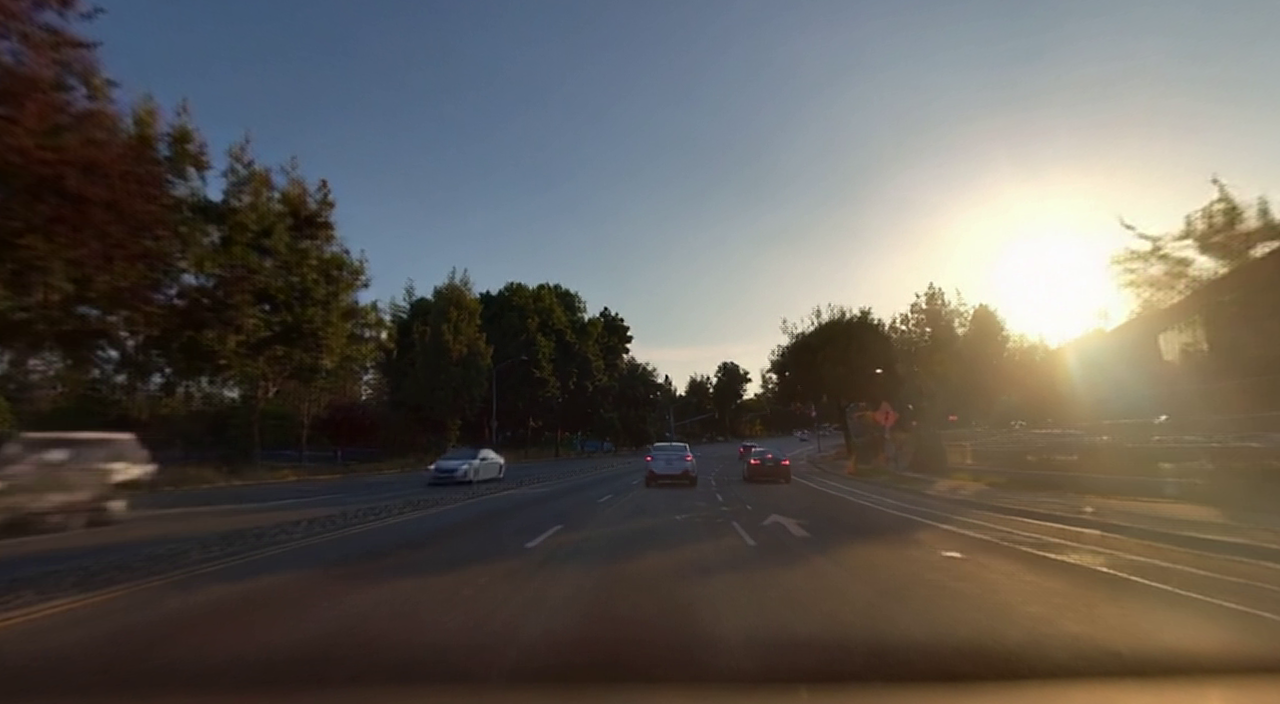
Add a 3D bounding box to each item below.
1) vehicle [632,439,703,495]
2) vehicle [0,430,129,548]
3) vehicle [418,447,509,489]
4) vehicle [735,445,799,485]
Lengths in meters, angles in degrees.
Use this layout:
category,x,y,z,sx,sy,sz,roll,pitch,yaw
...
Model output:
category,x,y,z,sx,sy,sz,roll,pitch,yaw
vehicle,1.041,3.868,21.620,2.105,1.676,4.541,-1,-9,6
vehicle,-10.805,2.075,9.502,2.329,1.757,4.464,-1,-8,2
vehicle,-6.785,4.484,24.889,1.933,1.472,4.482,-1,-9,6
vehicle,5.089,4.560,25.901,2.147,1.474,4.083,-1,-8,5
